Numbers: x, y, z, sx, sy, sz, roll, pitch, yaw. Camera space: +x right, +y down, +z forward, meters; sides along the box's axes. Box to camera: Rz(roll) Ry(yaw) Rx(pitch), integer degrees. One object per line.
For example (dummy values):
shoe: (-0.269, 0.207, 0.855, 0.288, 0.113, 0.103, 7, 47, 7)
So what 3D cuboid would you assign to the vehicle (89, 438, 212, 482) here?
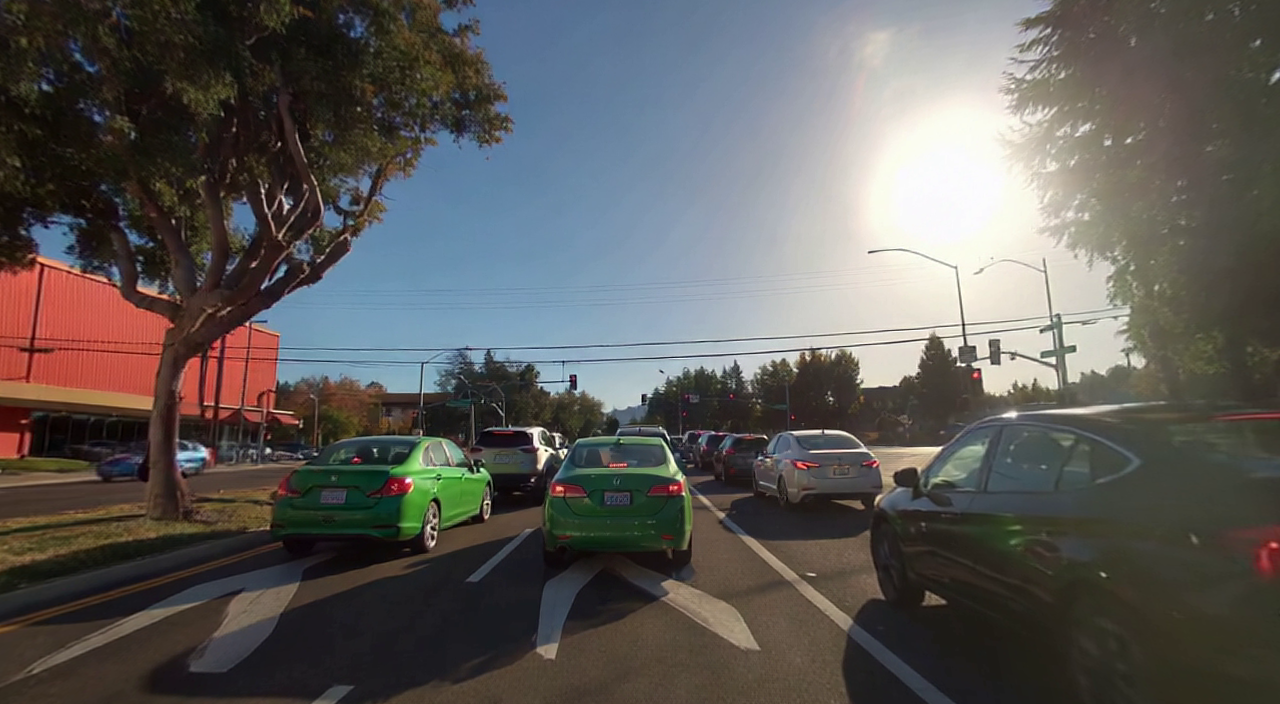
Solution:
vehicle: (-21.177, 4.661, 27.575, 2.132, 1.724, 4.001, 0, -8, 0)

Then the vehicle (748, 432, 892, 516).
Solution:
vehicle: (3.558, 2.471, 13.289, 1.880, 1.476, 3.932, 0, -8, 1)

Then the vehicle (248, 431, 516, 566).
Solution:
vehicle: (-3.207, 1.891, 8.949, 1.917, 1.441, 4.128, -1, -8, 2)

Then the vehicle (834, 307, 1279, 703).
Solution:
vehicle: (2.998, 0.958, 3.573, 2.196, 1.676, 4.865, 0, -8, -1)

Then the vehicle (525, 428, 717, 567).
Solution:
vehicle: (-0.209, 1.836, 8.714, 2.041, 1.450, 3.847, 0, -8, 0)
